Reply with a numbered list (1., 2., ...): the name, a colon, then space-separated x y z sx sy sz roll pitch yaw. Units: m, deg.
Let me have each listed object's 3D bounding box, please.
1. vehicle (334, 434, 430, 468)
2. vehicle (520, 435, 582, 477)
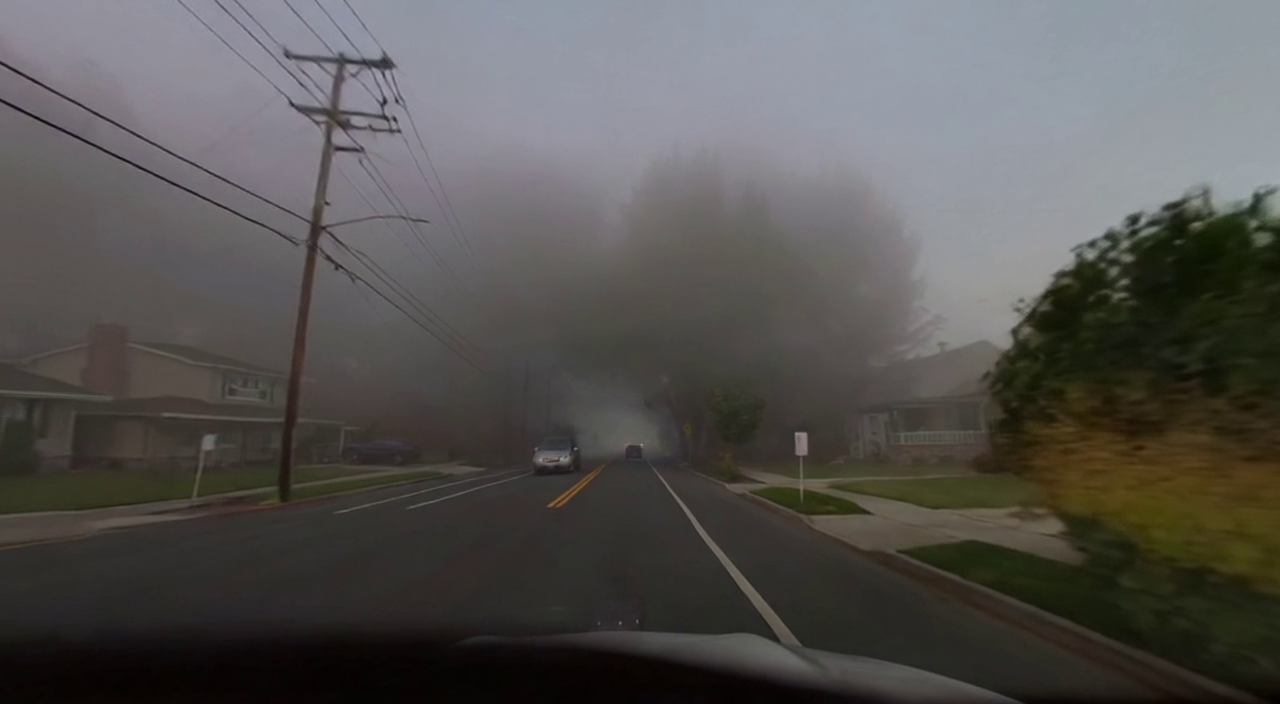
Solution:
1. vehicle: -14.914 5.763 36.697 4.662 1.832 2.063 1 -8 -5
2. vehicle: -4.031 4.834 29.562 2.145 1.762 4.960 1 -8 0
